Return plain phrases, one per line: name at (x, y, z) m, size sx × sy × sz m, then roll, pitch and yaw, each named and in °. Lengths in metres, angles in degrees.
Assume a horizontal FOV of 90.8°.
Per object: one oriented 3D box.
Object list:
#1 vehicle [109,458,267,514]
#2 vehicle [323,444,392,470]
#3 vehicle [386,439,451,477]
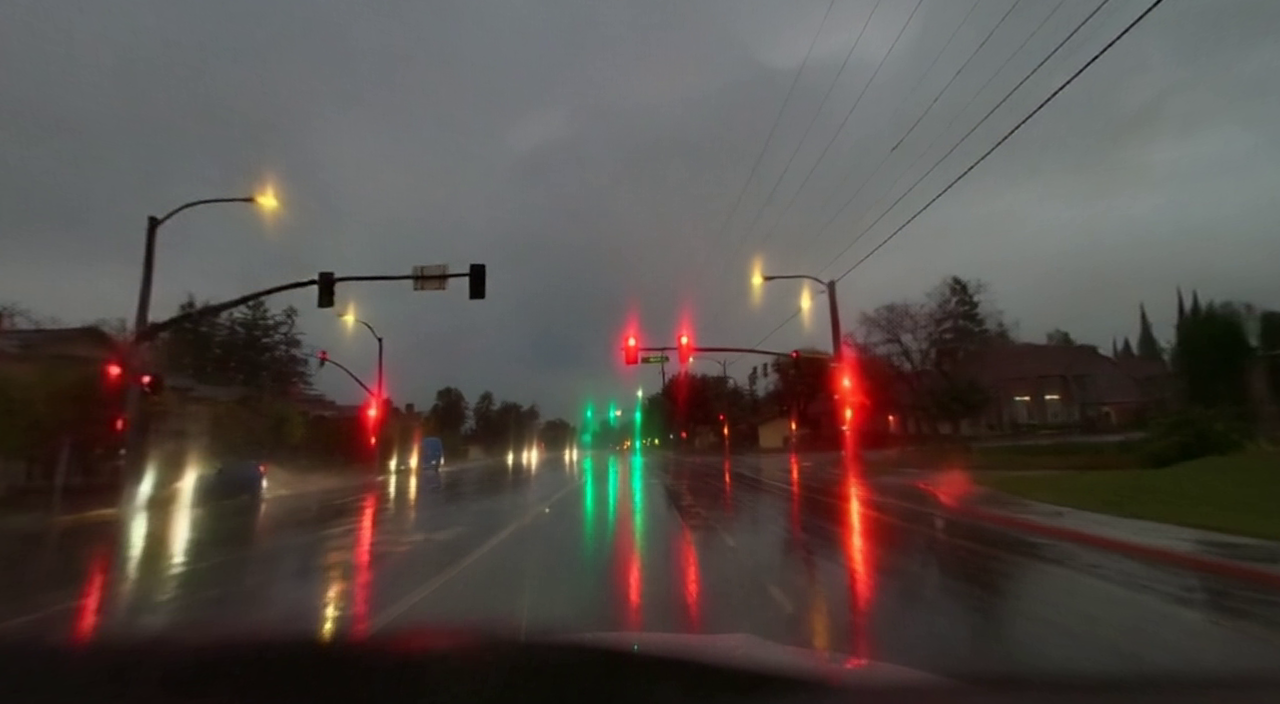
vehicle at (-14.081, 4.154, 20.050) m, size 1.888 × 1.470 × 4.282 m, roll 0°, pitch -8°, yaw -1°
vehicle at (-21.243, 7.890, 47.572) m, size 4.323 × 1.678 × 1.890 m, roll -2°, pitch -7°, yaw -1°
vehicle at (-13.871, 6.636, 39.954) m, size 2.346 × 2.217 × 5.290 m, roll 0°, pitch -8°, yaw -2°
